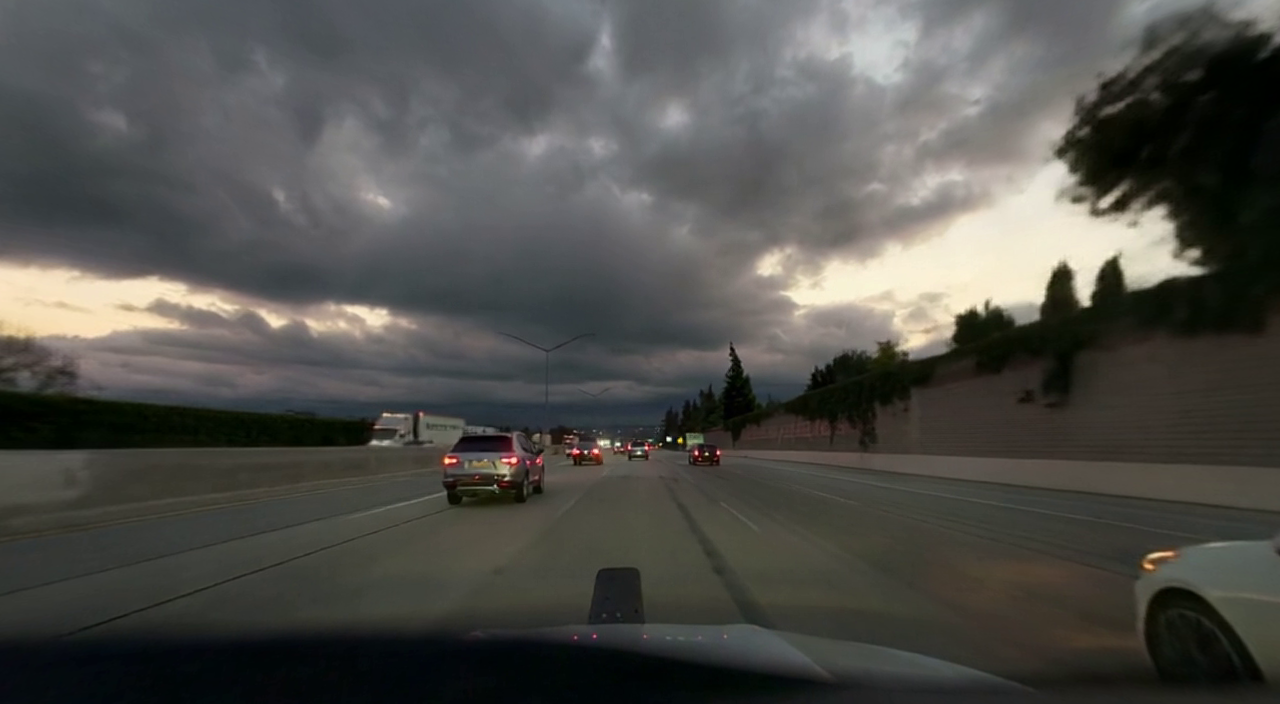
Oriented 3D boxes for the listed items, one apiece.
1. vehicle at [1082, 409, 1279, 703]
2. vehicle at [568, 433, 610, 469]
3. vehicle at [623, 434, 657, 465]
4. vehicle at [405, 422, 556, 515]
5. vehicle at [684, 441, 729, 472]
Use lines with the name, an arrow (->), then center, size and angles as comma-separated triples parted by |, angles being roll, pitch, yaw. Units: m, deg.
vehicle -> 3.501, 0.834, 1.234 | 1.916, 1.566, 4.611 | 0, -9, 0
vehicle -> -3.315, 6.522, 41.716 | 2.378, 2.214, 4.352 | 0, -9, 0
vehicle -> 0.043, 7.583, 48.977 | 2.485, 2.215, 5.199 | 0, -9, 0
vehicle -> -3.532, 2.719, 15.296 | 2.184, 1.819, 5.441 | 0, -9, 1
vehicle -> 3.969, 6.311, 38.325 | 2.224, 1.752, 4.487 | 0, -9, 0
